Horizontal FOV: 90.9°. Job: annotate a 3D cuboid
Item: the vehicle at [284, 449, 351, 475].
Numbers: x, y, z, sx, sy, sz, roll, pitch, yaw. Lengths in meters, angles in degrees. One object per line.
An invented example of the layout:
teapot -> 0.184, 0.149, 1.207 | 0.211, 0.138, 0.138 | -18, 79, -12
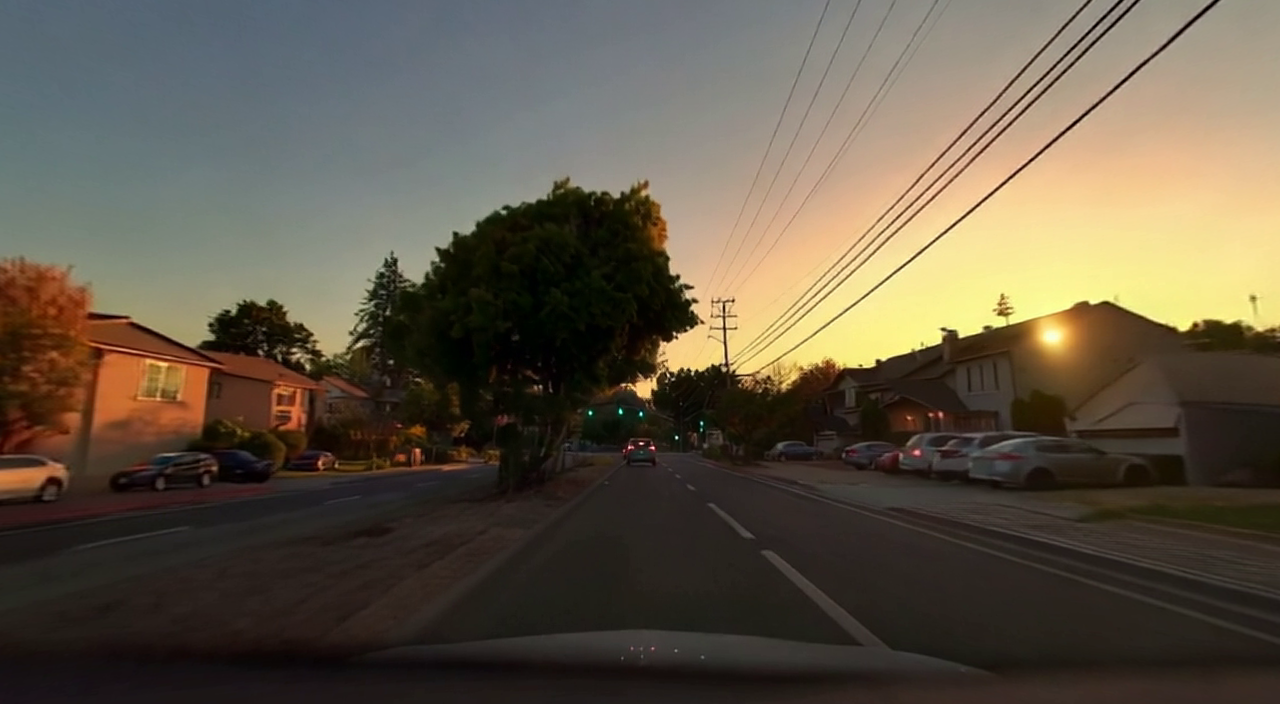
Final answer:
vehicle -> -20.436, 6.951, 40.156 | 1.865, 1.506, 4.706 | 0, -9, -1

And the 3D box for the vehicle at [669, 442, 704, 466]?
vehicle -> 3.138, 6.983, 43.294 | 2.002, 1.511, 4.124 | 1, -9, 0

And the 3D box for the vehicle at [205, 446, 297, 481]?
vehicle -> -20.260, 5.813, 33.104 | 1.973, 1.700, 4.475 | 0, -9, -1

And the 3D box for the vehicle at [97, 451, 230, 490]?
vehicle -> -20.099, 4.993, 26.919 | 2.050, 1.501, 4.588 | 0, -9, 1

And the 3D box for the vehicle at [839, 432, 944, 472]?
vehicle -> 12.664, 5.049, 31.923 | 4.412, 1.878, 2.048 | -1, -8, -1

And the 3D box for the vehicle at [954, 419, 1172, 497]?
vehicle -> 11.668, 2.952, 17.729 | 4.305, 1.997, 2.453 | 0, -9, -1

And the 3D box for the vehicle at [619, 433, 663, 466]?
vehicle -> 0.072, 6.577, 42.689 | 2.769, 2.087, 5.130 | 0, -9, 0
